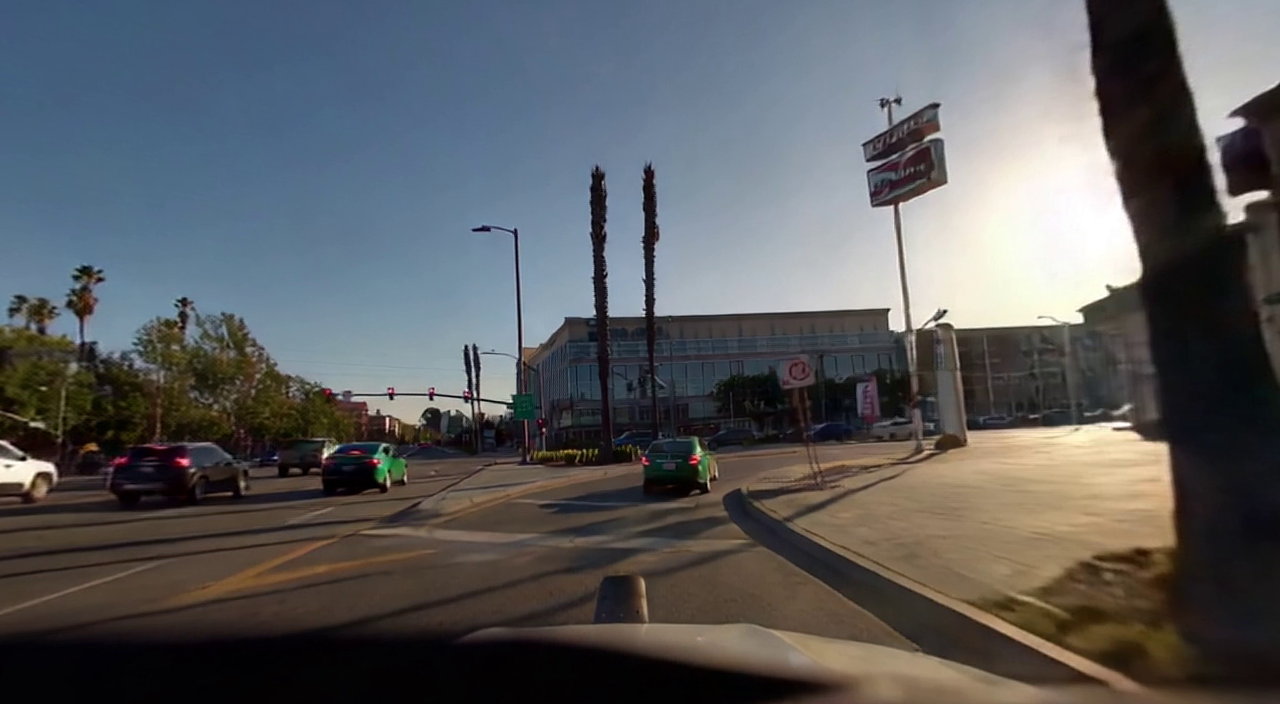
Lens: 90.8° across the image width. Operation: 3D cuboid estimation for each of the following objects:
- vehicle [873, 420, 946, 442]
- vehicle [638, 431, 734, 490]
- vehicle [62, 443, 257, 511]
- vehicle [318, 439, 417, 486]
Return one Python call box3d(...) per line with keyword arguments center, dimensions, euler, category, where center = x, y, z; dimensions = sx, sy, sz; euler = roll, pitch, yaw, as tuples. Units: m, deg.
box3d(center=(19.918, 5.838, 46.702), dimensions=(4.458, 1.589, 2.044), euler=(1, -8, -8), category="vehicle")
box3d(center=(1.497, 3.119, 18.512), dimensions=(2.070, 1.493, 4.570), euler=(-2, -9, 13), category="vehicle")
box3d(center=(-12.031, 3.114, 16.294), dimensions=(1.905, 1.482, 4.463), euler=(1, -9, -7), category="vehicle")
box3d(center=(-9.603, 3.895, 22.687), dimensions=(1.912, 1.487, 4.471), euler=(1, -9, -6), category="vehicle")
